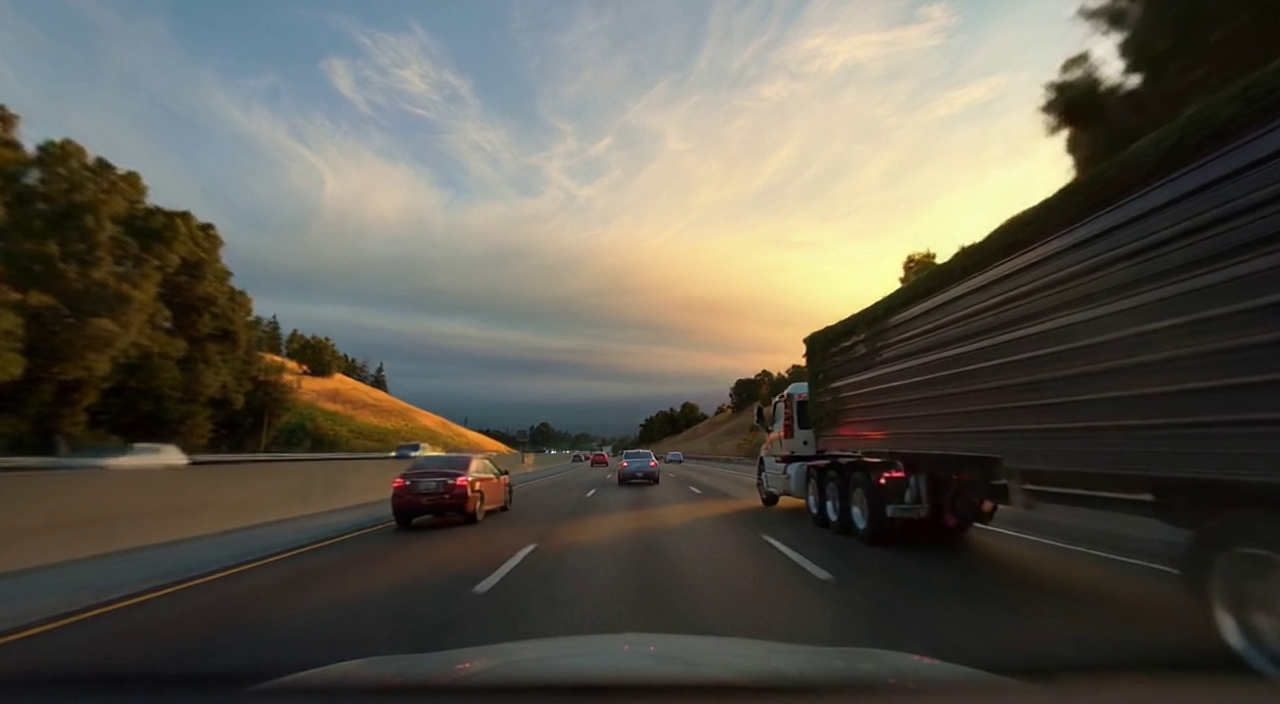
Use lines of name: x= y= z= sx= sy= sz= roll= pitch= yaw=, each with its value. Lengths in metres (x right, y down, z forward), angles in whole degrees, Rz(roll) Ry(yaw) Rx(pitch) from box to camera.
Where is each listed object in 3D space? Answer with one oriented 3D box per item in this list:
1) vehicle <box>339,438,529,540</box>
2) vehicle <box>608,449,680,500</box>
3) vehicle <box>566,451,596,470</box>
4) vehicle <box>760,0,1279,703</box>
vehicle: x=-3.629 y=2.504 z=12.161 sx=2.153 sy=1.581 sz=4.375 roll=0 pitch=-9 yaw=0
vehicle: x=0.095 y=3.765 z=19.813 sx=2.023 sy=1.400 sz=4.028 roll=0 pitch=-9 yaw=-1
vehicle: x=-4.588 y=8.499 z=49.534 sx=2.017 sy=1.460 sz=4.382 roll=0 pitch=-9 yaw=-1
vehicle: x=4.448 y=0.539 z=7.957 sx=2.905 sy=4.109 sz=14.332 roll=0 pitch=-9 yaw=0
